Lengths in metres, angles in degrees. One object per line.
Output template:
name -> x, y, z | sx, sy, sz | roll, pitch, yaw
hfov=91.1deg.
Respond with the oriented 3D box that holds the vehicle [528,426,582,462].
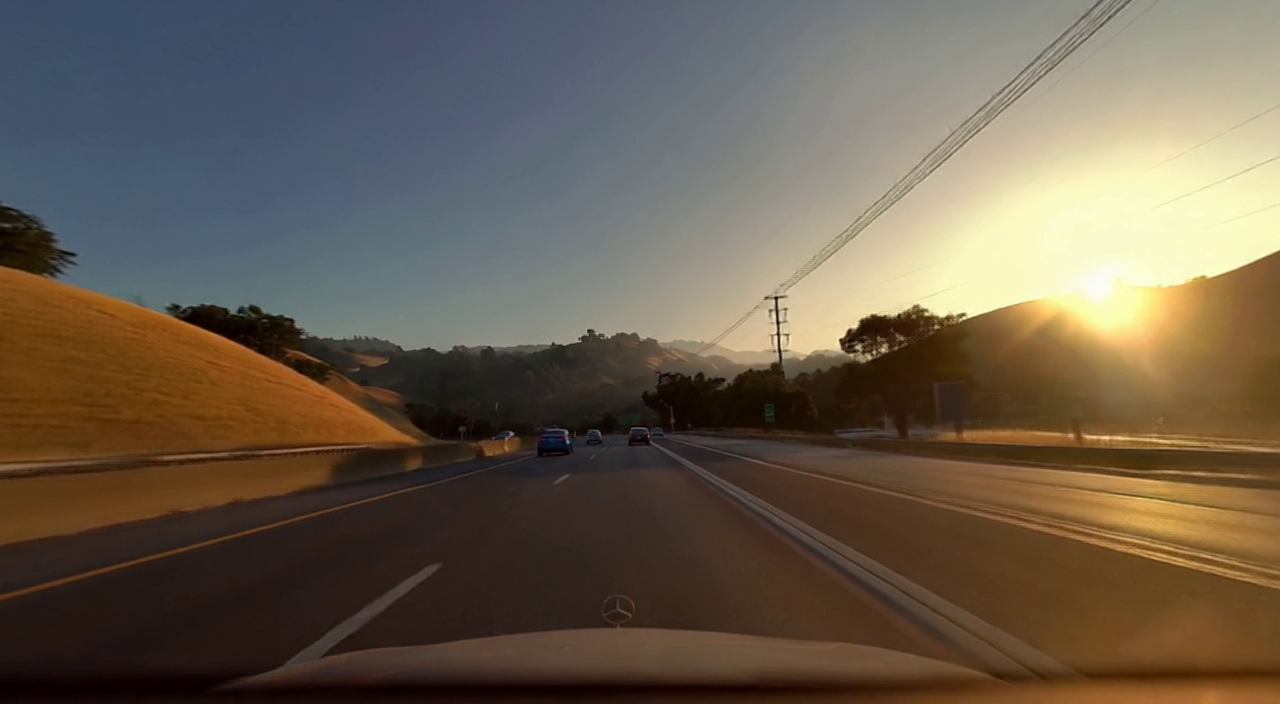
vehicle -> -3.957, 4.340, 29.940 | 2.023, 1.580, 4.259 | 0, -8, -1
